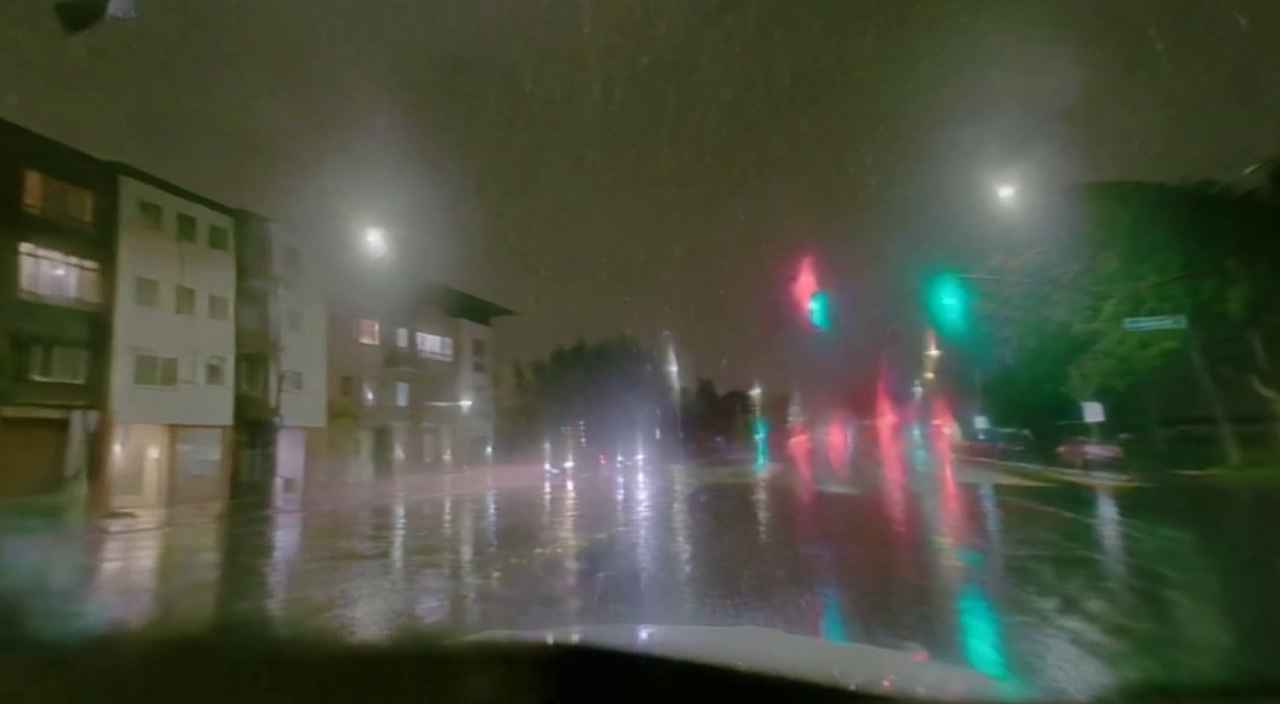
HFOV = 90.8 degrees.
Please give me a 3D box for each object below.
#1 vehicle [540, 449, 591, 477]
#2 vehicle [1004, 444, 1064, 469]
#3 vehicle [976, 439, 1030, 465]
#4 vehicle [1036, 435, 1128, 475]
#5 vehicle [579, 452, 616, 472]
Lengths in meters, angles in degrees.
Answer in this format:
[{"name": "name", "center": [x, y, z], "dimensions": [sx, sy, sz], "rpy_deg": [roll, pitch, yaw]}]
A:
[{"name": "vehicle", "center": [-4.971, 7.514, 43.026], "dimensions": [2.075, 1.708, 4.335], "rpy_deg": [-2, -9, 13]}, {"name": "vehicle", "center": [24.380, 6.451, 39.289], "dimensions": [1.802, 1.444, 4.318], "rpy_deg": [-2, -9, 13]}, {"name": "vehicle", "center": [25.666, 7.071, 44.838], "dimensions": [1.833, 1.753, 4.611], "rpy_deg": [-2, -9, 12]}, {"name": "vehicle", "center": [22.855, 5.335, 32.922], "dimensions": [2.181, 1.876, 4.723], "rpy_deg": [-2, -9, 13]}, {"name": "vehicle", "center": [-3.279, 8.589, 49.405], "dimensions": [1.719, 1.440, 4.201], "rpy_deg": [-2, -9, 14]}]
